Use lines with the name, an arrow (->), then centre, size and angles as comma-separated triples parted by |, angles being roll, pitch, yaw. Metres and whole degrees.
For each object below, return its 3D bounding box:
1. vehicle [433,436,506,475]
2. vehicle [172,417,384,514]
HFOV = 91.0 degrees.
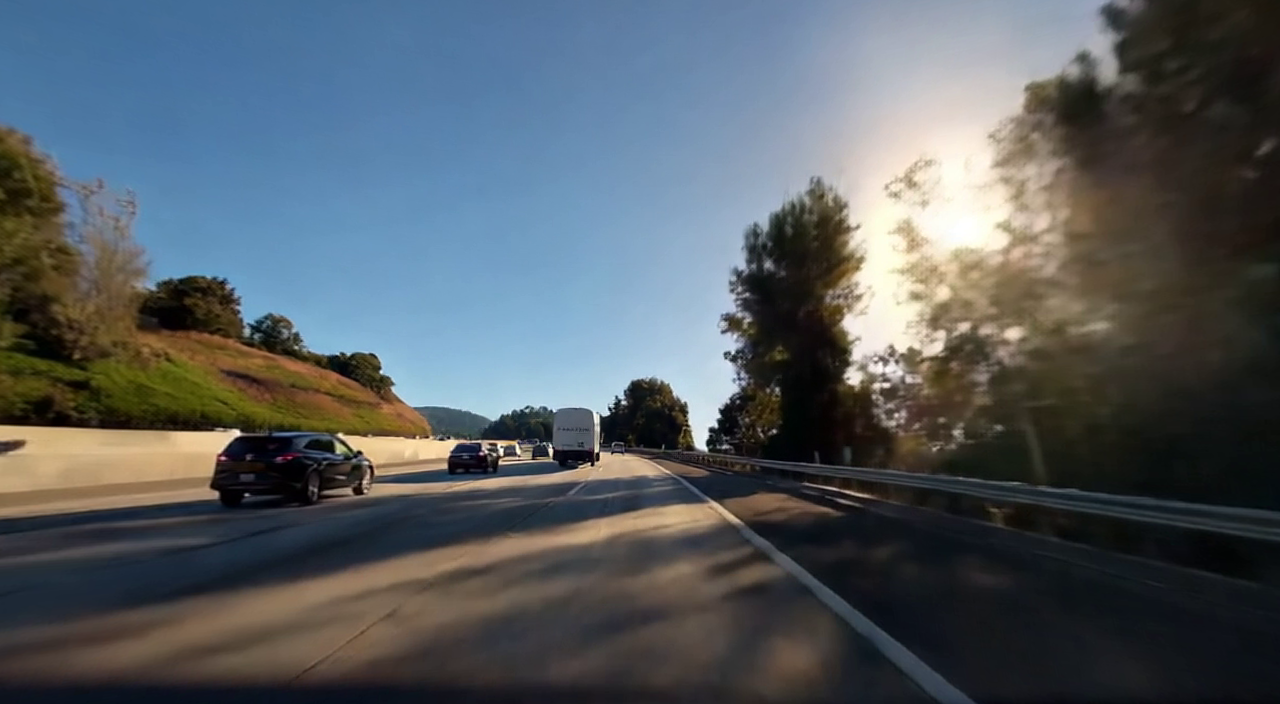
vehicle -> -7.792, 4.773, 29.285 | 2.099, 1.644, 4.638 | 1, -9, -1
vehicle -> -7.524, 2.410, 13.738 | 2.081, 1.740, 4.268 | 1, -9, -1
